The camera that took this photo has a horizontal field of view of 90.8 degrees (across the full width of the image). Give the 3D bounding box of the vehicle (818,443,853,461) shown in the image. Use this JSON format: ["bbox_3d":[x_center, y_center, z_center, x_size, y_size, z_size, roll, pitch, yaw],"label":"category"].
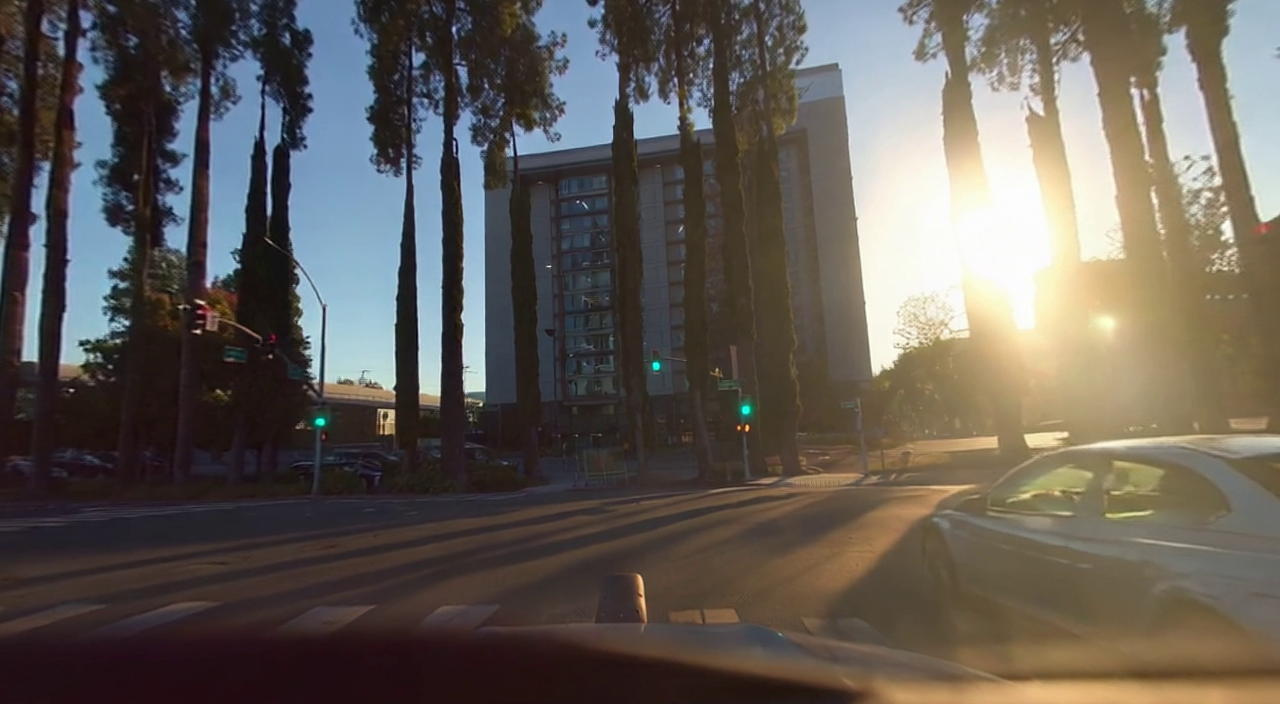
[{"bbox_3d":[15.223,7.823,49.380,1.704,1.365,3.315,0,-9,1],"label":"vehicle"}]

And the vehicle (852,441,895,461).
[{"bbox_3d":[18.076,7.686,48.955,1.970,1.449,3.604,0,-9,1],"label":"vehicle"}]

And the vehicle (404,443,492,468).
[{"bbox_3d":[-14.675,7.916,48.441,6.021,1.868,2.172,0,-9,1],"label":"vehicle"}]

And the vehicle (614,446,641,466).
[{"bbox_3d":[-1.000,8.113,49.384,2.024,1.489,4.613,0,-9,-1],"label":"vehicle"}]

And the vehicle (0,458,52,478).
[{"bbox_3d":[-46.217,8.613,47.066,1.627,1.392,3.330,0,-9,-1],"label":"vehicle"}]

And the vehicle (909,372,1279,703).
[{"bbox_3d":[3.324,1.000,3.326,1.903,1.529,4.254,0,-9,0],"label":"vehicle"}]

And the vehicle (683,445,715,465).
[{"bbox_3d":[4.507,7.978,49.144,1.983,1.453,4.180,0,-9,-1],"label":"vehicle"}]

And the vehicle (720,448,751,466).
[{"bbox_3d":[7.443,8.185,49.472,1.889,1.358,3.751,0,-9,0],"label":"vehicle"}]

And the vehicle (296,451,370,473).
[{"bbox_3d":[-21.670,7.792,44.713,4.207,1.508,1.875,0,-9,2],"label":"vehicle"}]

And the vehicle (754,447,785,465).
[{"bbox_3d":[10.044,8.067,49.181,1.692,1.343,3.352,0,-9,-1],"label":"vehicle"}]

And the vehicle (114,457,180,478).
[{"bbox_3d":[-36.307,8.494,46.617,1.709,1.410,3.945,0,-9,-1],"label":"vehicle"}]

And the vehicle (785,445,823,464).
[{"bbox_3d":[12.748,7.982,49.268,2.006,1.371,3.426,0,-9,0],"label":"vehicle"}]
